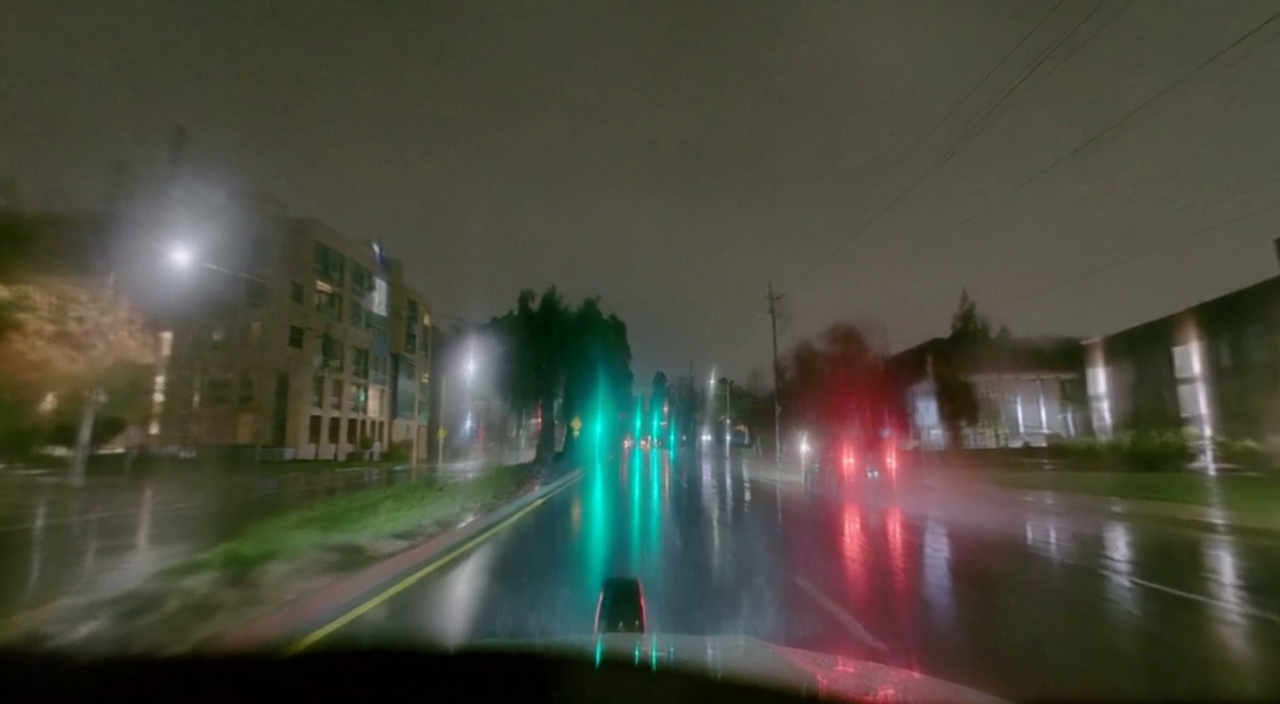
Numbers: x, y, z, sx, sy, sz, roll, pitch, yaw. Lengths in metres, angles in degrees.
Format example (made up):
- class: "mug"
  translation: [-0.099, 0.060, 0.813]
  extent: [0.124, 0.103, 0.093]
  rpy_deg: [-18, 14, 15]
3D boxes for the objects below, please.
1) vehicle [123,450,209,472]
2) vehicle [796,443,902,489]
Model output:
- class: "vehicle"
  translation: [-31.827, 7.305, 42.324]
  extent: [4.210, 1.442, 1.867]
  rpy_deg: [0, -8, -1]
- class: "vehicle"
  translation: [7.068, 3.897, 21.871]
  extent: [2.054, 1.421, 4.487]
  rpy_deg: [0, -8, -1]
